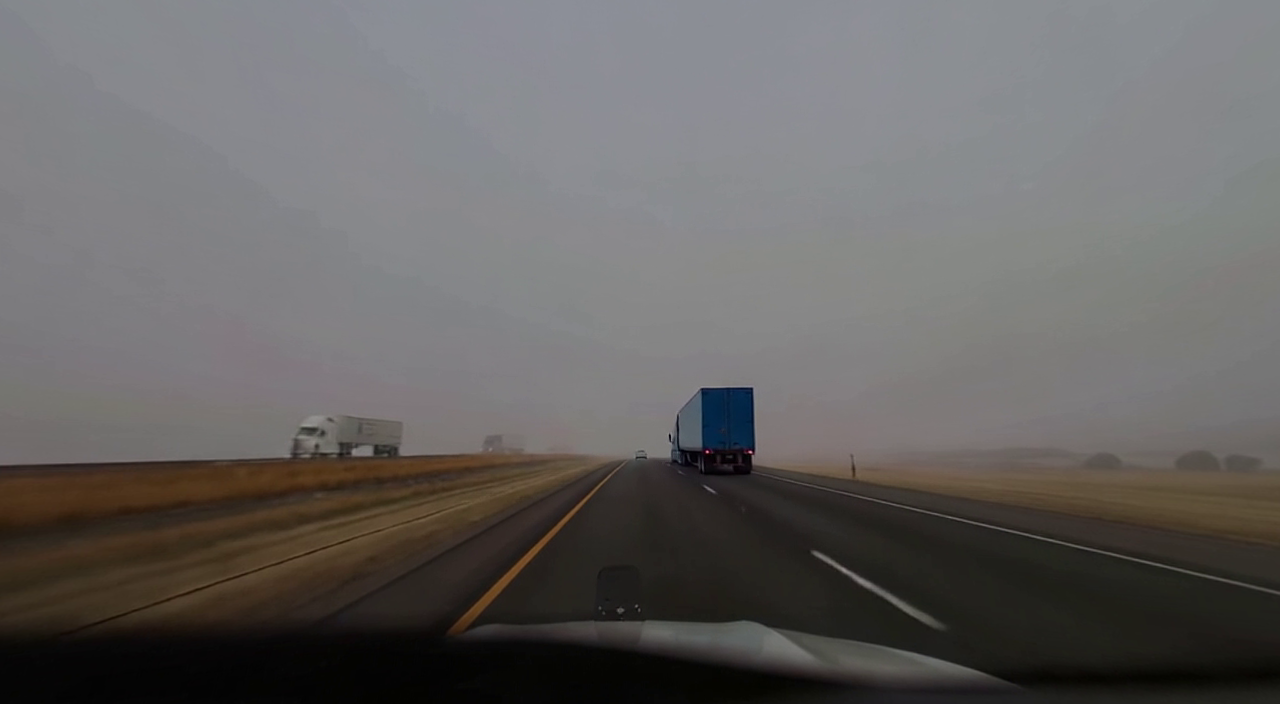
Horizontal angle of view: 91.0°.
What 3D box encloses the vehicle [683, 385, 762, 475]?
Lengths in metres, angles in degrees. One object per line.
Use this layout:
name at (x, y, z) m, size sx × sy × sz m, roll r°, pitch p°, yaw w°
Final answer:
vehicle at (4.341, 4.663, 36.213) m, size 2.818 × 4.206 × 12.987 m, roll 0°, pitch -9°, yaw 0°
